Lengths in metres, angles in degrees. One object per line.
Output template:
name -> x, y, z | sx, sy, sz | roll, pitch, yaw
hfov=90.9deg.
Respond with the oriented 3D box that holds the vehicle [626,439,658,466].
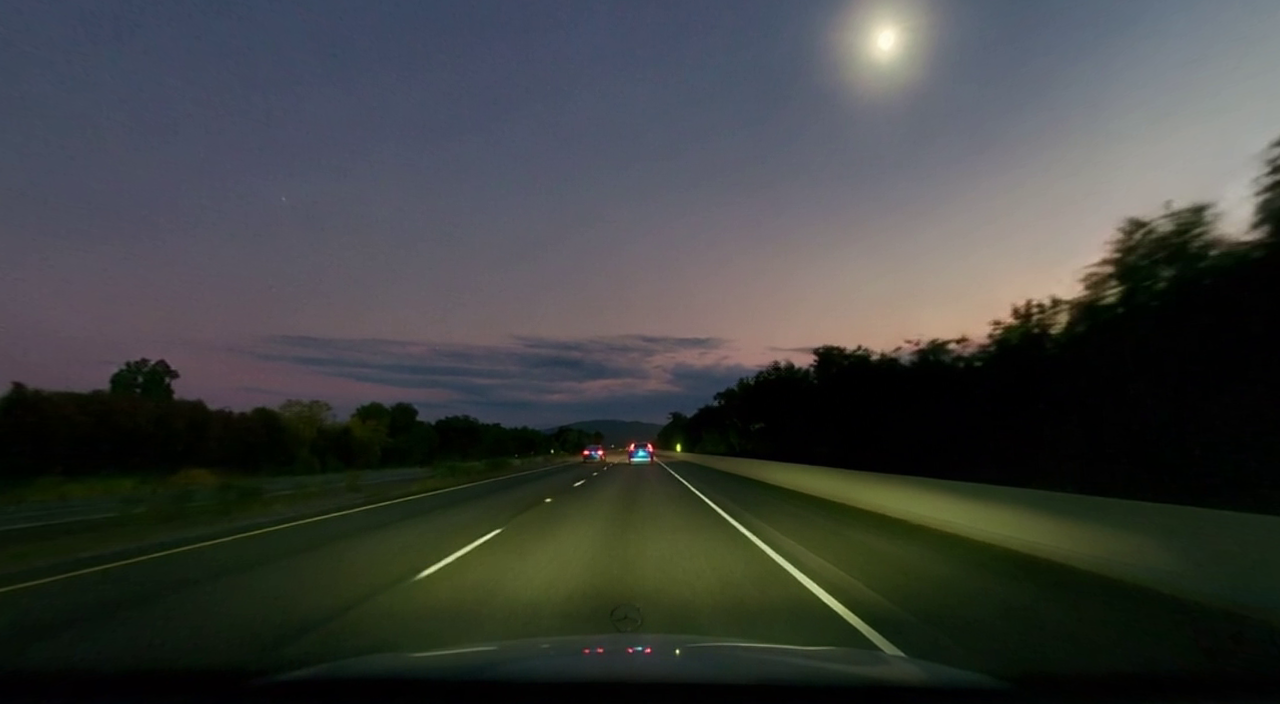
vehicle -> 0.106, 6.963, 43.752 | 2.126, 1.786, 3.958 | 0, -9, 0
